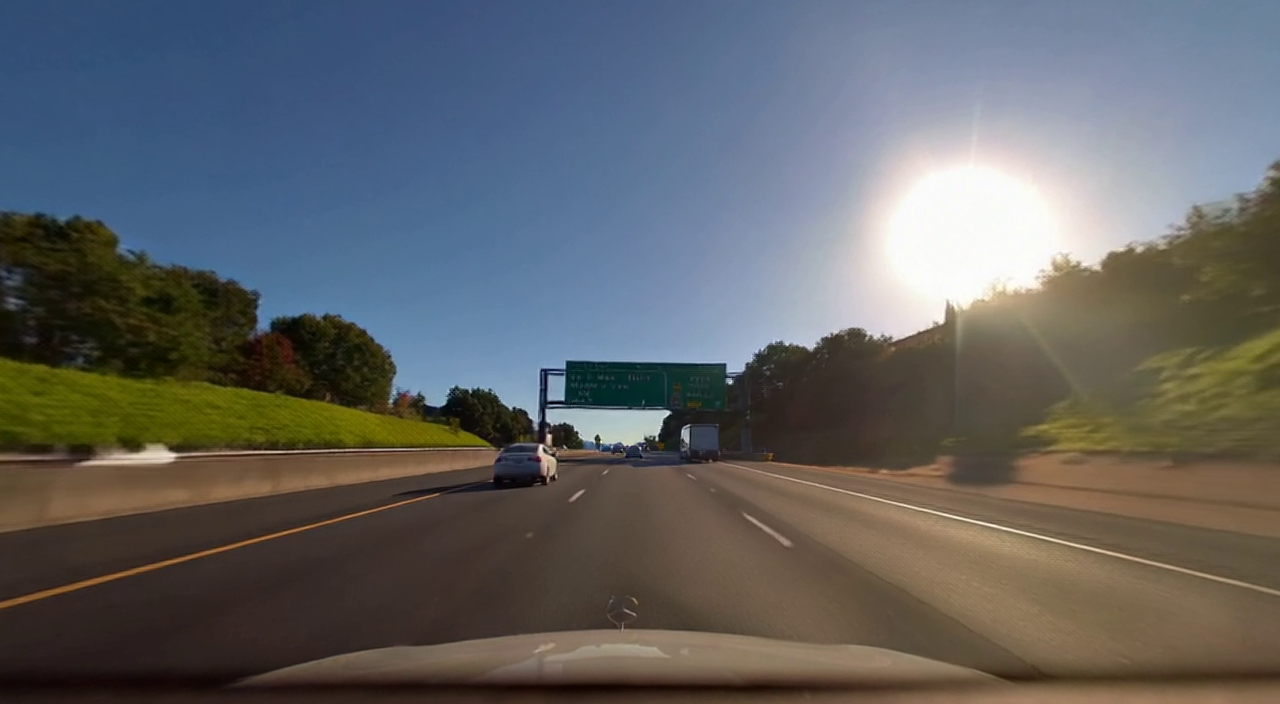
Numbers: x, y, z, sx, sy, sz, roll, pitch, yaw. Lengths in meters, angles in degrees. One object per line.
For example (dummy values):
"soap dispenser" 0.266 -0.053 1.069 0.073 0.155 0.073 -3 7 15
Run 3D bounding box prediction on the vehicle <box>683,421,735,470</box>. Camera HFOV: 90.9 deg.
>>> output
"vehicle" 3.976 5.600 37.532 2.361 2.636 5.684 0 -9 -1

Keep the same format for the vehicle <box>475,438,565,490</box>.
"vehicle" -3.801 3.658 20.831 2.054 1.529 4.368 0 -9 1

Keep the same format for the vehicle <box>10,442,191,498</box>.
"vehicle" -15.394 3.361 18.334 1.596 1.414 4.176 0 -9 -1
